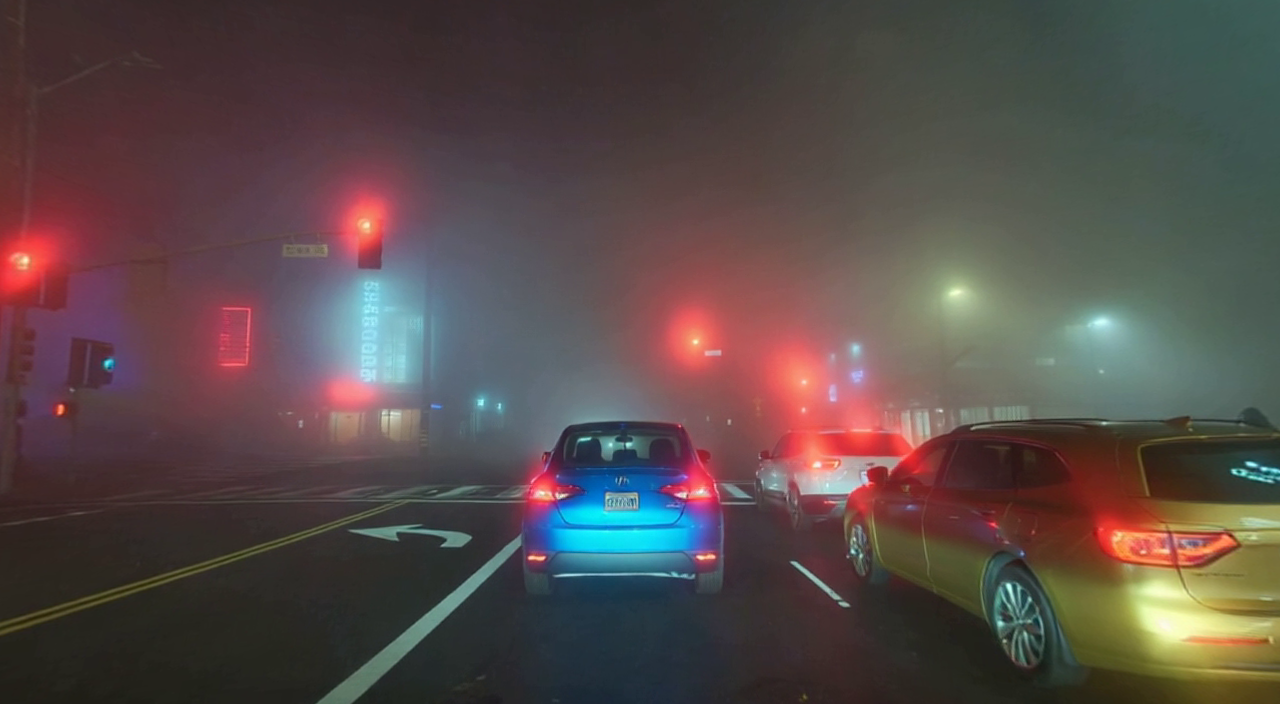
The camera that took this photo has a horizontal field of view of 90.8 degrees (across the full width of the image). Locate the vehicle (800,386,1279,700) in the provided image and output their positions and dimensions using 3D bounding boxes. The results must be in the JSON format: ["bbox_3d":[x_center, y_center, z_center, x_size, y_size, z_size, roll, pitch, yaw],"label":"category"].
[{"bbox_3d":[3.048,1.330,5.617,1.983,1.654,4.354,0,-8,-2],"label":"vehicle"}]

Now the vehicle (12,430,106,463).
[{"bbox_3d":[-30.821,5.026,33.520,4.164,1.652,2.087,-4,-9,25],"label":"vehicle"}]

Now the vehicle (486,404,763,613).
[{"bbox_3d":[-0.124,1.552,7.285,2.123,1.589,4.702,0,-8,0],"label":"vehicle"}]

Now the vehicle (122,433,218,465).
[{"bbox_3d":[-25.269,5.212,33.960,4.253,1.570,2.132,-4,-9,22],"label":"vehicle"}]
